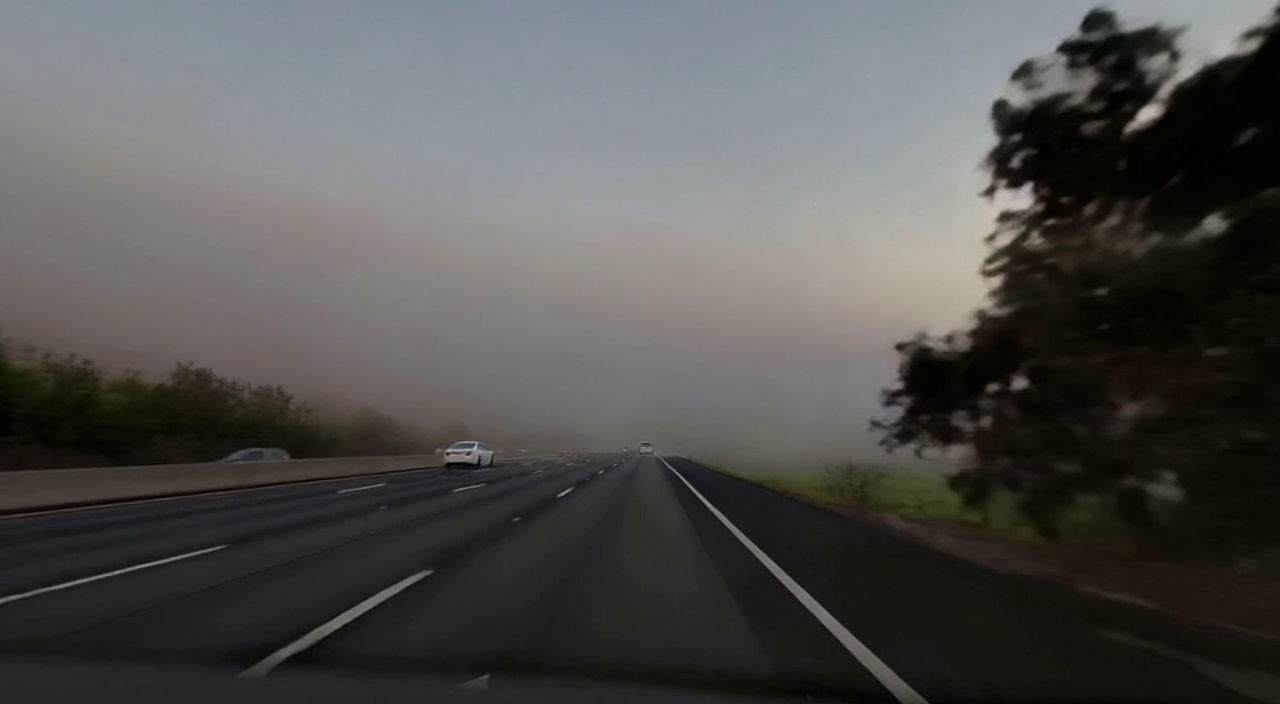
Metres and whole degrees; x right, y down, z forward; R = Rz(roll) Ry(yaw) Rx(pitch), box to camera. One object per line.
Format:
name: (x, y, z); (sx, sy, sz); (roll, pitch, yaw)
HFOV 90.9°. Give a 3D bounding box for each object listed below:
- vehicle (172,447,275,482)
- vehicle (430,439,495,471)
vehicle: (-20.055, 5.395, 30.632); (1.884, 1.507, 4.491); (0, -8, 1)
vehicle: (-10.224, 5.970, 36.751); (2.152, 1.753, 4.972); (0, -8, 2)
